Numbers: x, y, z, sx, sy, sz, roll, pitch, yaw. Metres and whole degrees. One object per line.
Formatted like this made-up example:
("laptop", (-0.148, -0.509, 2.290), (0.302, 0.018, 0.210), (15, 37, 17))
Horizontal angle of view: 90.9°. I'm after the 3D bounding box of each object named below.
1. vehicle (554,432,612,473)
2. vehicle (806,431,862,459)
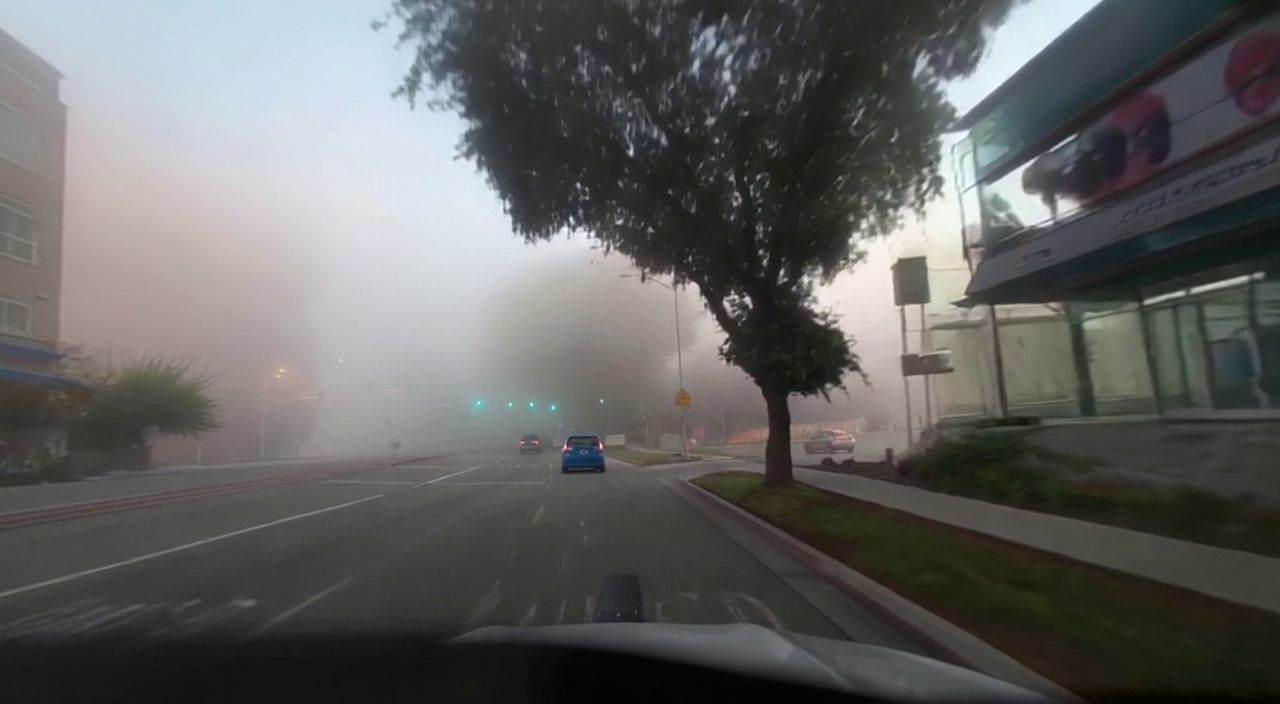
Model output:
("vehicle", (-2.477, 4.183, 26.511), (2.231, 1.572, 4.227), (1, -8, -7))
("vehicle", (15.188, 7.353, 49.649), (1.932, 1.762, 4.835), (2, -13, -13))
